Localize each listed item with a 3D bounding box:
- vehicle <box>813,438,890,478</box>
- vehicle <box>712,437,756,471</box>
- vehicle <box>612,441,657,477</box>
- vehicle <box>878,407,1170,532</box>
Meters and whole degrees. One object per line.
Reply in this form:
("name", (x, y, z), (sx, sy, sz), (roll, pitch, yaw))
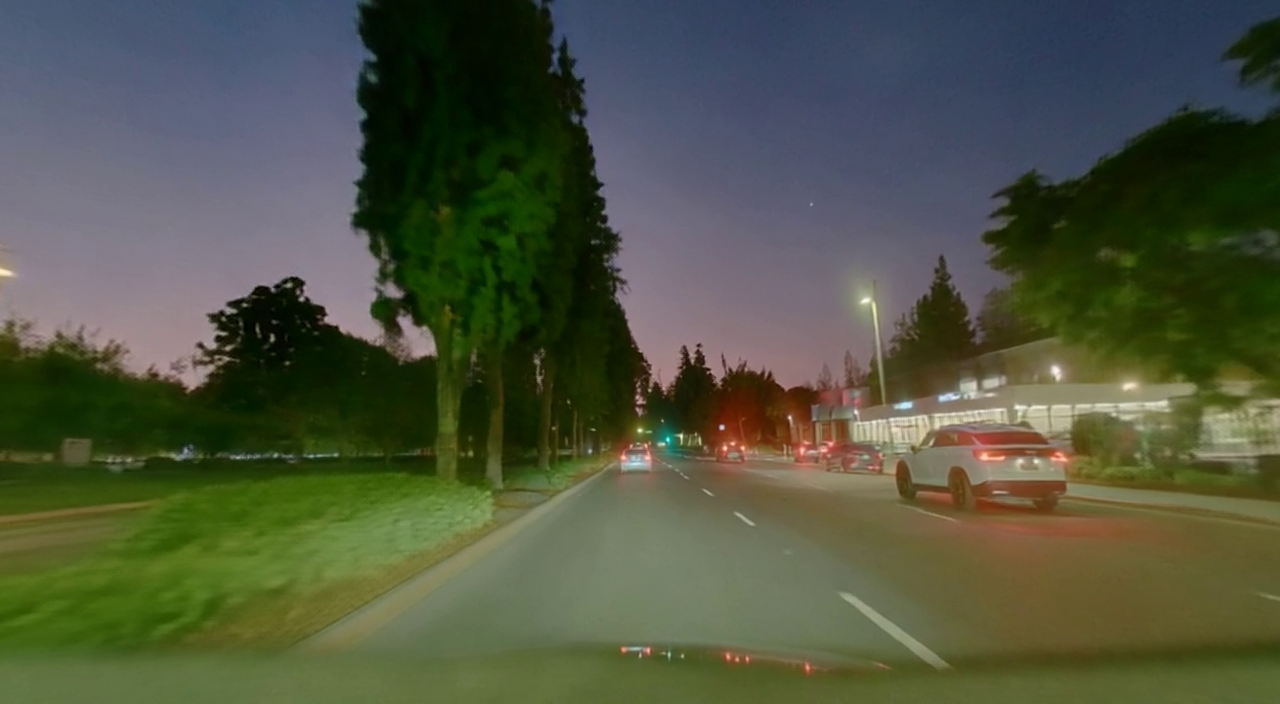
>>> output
("vehicle", (10.279, 5.178, 31.147), (1.988, 1.783, 5.324), (0, -8, 0))
("vehicle", (5.415, 5.941, 36.961), (1.955, 1.845, 4.538), (0, -8, 1))
("vehicle", (-0.282, 5.120, 30.450), (2.037, 1.568, 3.693), (0, -8, -1))
("vehicle", (7.084, 2.252, 12.765), (2.240, 1.923, 5.678), (0, -8, -1))
